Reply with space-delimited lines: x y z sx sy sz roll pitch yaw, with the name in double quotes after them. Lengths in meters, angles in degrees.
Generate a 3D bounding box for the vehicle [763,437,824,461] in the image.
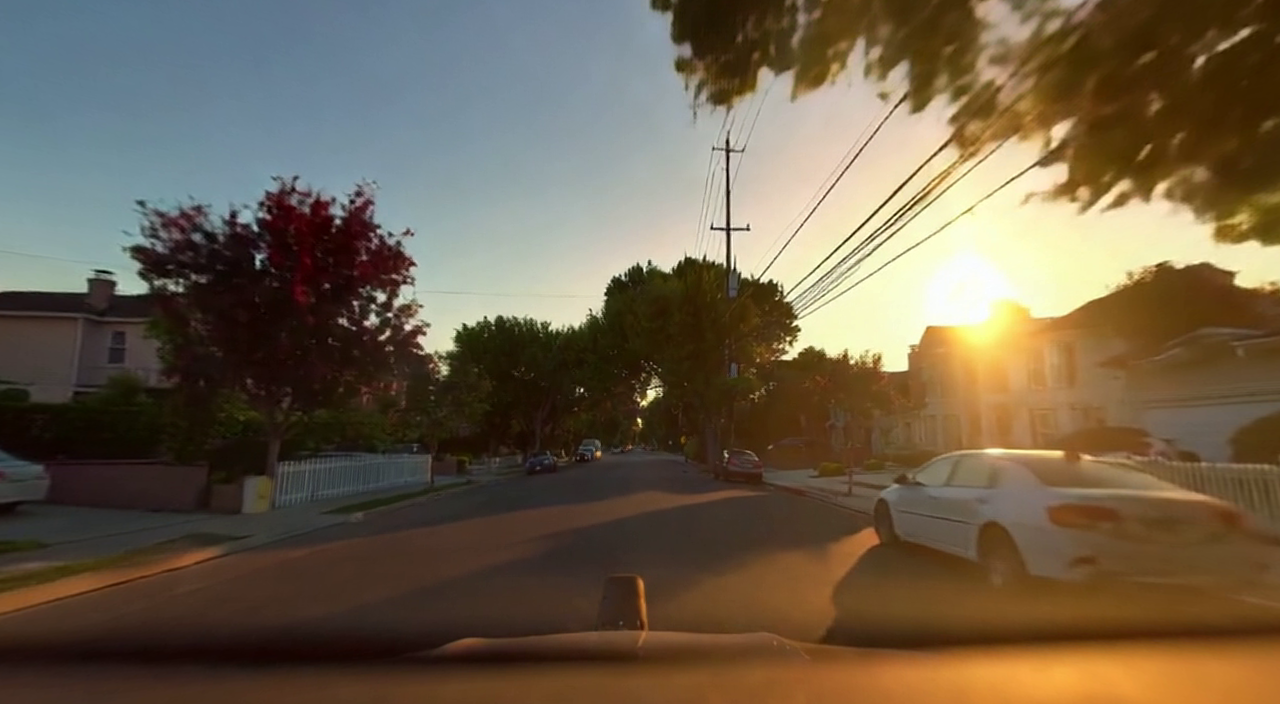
11.477 7.299 47.325 4.293 1.657 1.961 -2 -12 15 "vehicle"

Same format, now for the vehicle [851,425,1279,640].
4.217 1.654 6.987 1.936 1.464 5.141 1 -9 -1 "vehicle"

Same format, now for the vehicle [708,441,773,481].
4.211 4.650 27.162 2.020 1.558 3.925 1 -9 -2 "vehicle"

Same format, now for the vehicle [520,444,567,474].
-5.748 6.428 38.296 1.954 1.551 5.128 -3 -8 1 "vehicle"
